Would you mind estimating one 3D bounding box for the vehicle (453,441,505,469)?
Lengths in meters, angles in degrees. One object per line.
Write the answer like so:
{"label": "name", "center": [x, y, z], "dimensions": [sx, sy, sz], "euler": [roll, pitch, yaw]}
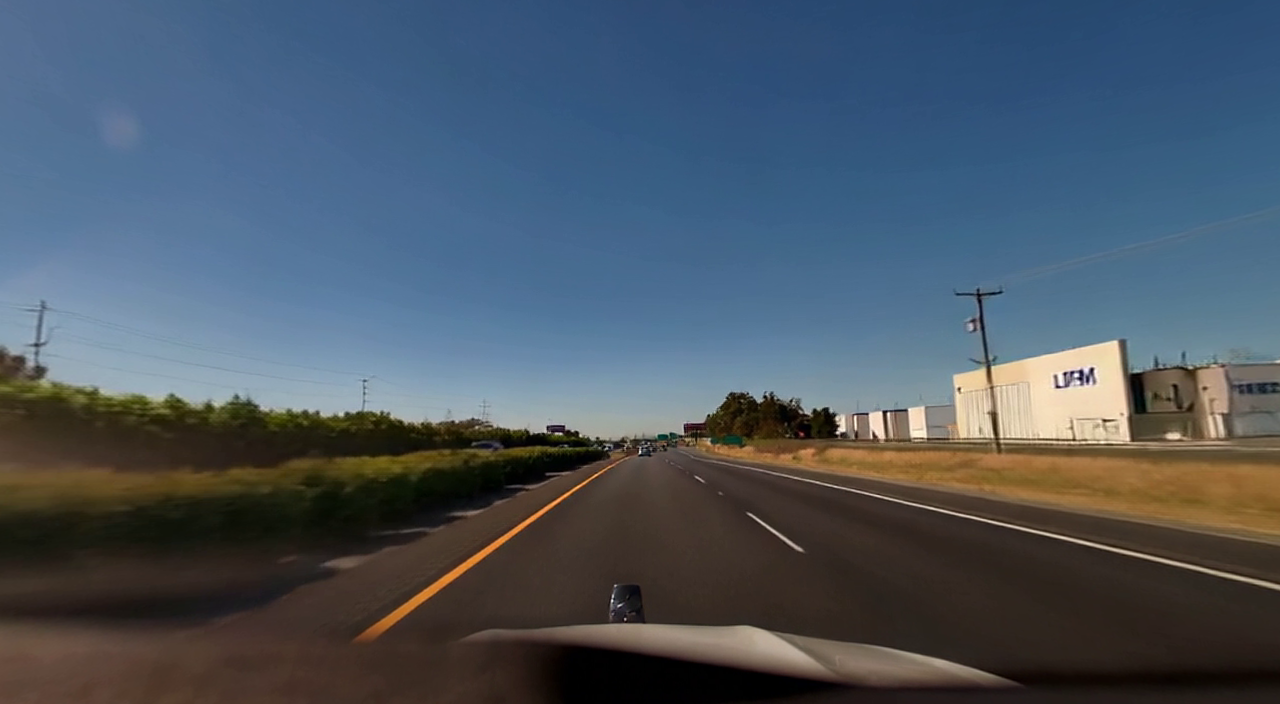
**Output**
{"label": "vehicle", "center": [-10.766, 6.900, 42.500], "dimensions": [2.040, 1.711, 5.175], "euler": [0, -8, 1]}
